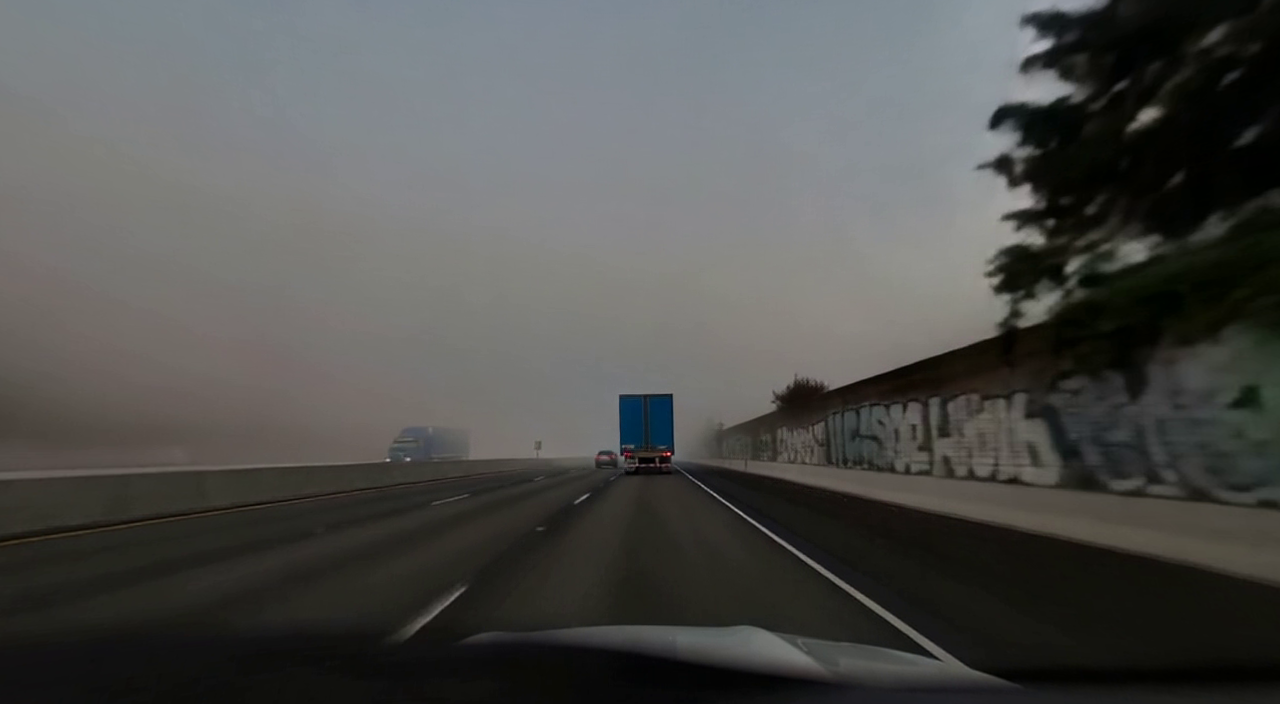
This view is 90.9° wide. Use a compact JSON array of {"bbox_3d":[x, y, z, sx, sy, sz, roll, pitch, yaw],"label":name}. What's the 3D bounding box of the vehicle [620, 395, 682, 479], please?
[{"bbox_3d":[0.537,4.989,36.146,2.997,4.069,10.871,0,-9,0],"label":"vehicle"}]
